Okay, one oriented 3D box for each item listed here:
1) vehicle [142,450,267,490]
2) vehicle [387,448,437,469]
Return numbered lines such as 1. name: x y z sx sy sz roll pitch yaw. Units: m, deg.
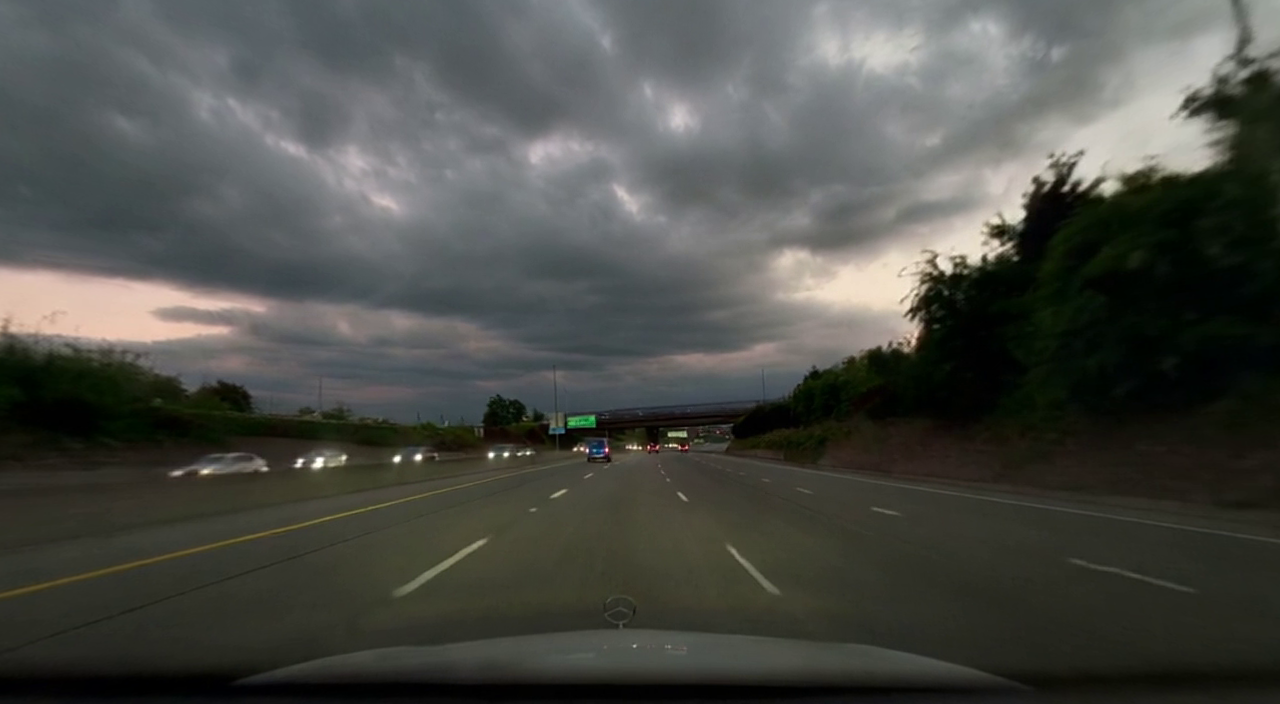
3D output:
1. vehicle: -17.976 4.857 26.395 1.969 1.480 4.473 0 -8 1
2. vehicle: -17.263 8.087 48.020 1.905 1.474 4.495 -1 -8 3
